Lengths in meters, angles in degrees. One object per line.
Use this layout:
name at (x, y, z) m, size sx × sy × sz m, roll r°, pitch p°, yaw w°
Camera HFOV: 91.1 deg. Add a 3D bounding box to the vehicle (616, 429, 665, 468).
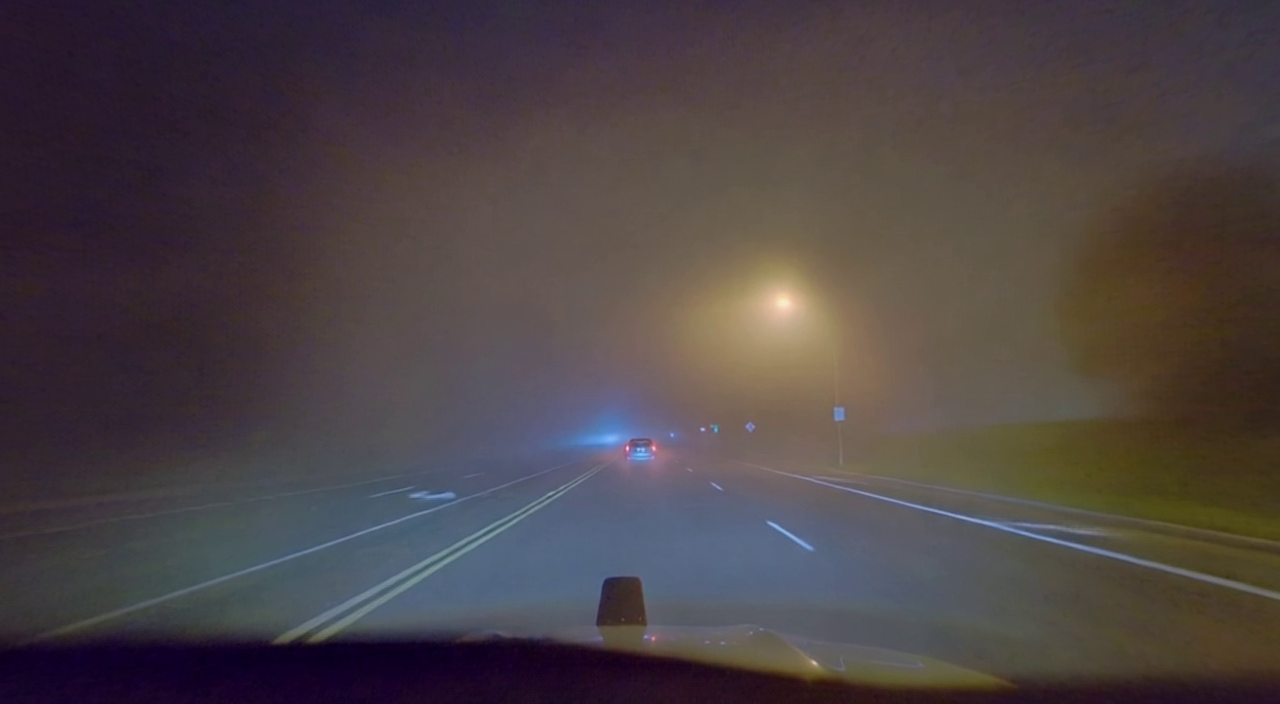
vehicle at (0.049, 4.695, 30.710) m, size 2.256 × 1.734 × 4.176 m, roll 0°, pitch -8°, yaw 1°
